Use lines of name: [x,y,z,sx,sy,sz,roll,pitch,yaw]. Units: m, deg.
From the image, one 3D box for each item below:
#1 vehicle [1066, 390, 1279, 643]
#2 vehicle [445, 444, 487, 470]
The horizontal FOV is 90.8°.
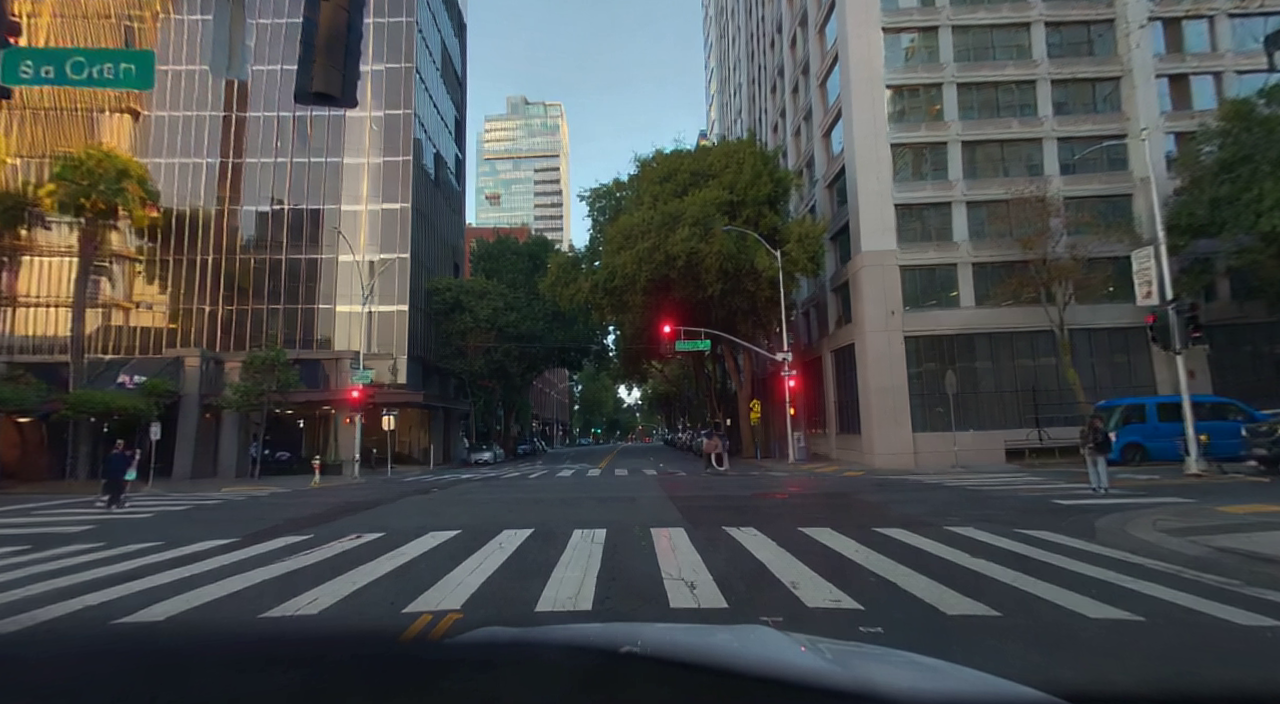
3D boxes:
vehicle: [5.642,1.132,4.222,2.070,1.804,4.881,0,-8,-1]
vehicle: [-12.452,7.506,45.375,1.935,1.639,4.244,-3,-8,-2]
